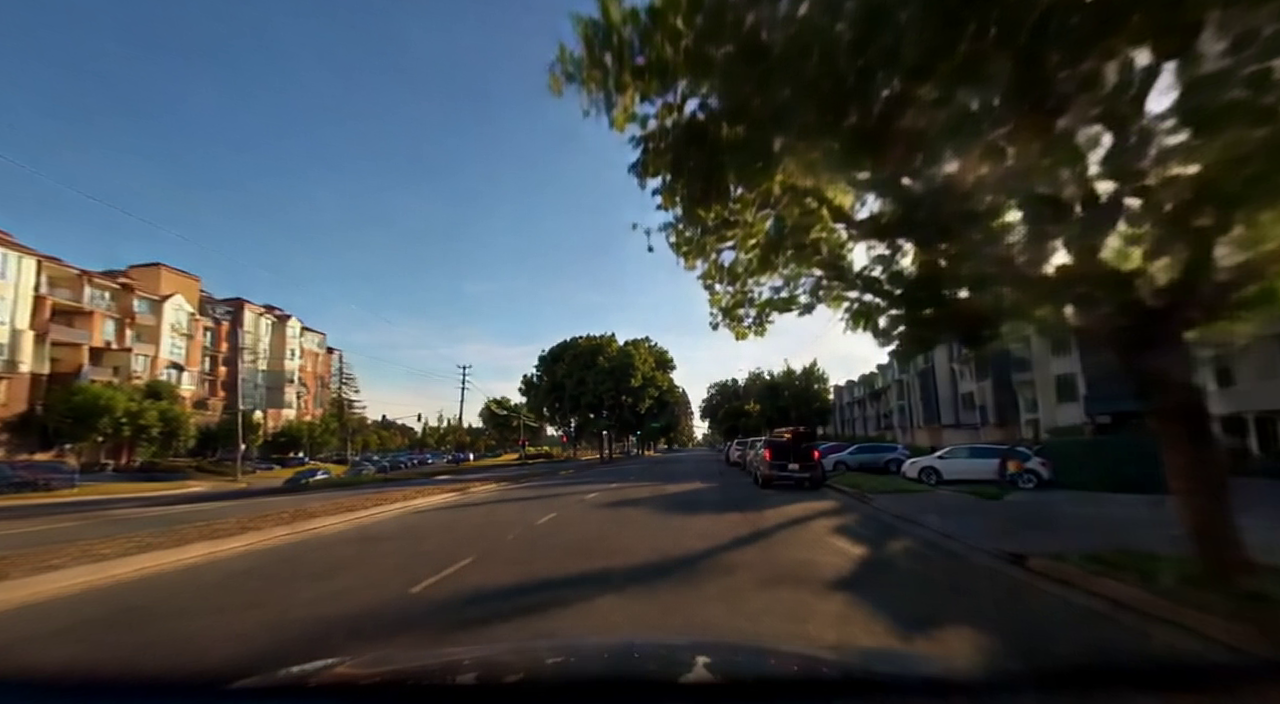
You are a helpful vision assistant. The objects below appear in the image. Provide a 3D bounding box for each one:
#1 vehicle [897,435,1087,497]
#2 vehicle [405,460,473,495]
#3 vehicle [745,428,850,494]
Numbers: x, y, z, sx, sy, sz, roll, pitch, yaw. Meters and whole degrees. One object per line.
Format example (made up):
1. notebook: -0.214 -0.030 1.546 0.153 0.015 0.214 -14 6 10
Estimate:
1. vehicle: 10.815 3.488 19.767 2.038 1.680 4.660 6 -10 -37
2. vehicle: -9.406 5.860 29.853 1.688 1.424 3.786 -1 -8 5
3. vehicle: 4.789 3.394 20.119 2.359 1.817 4.985 -1 -8 4
